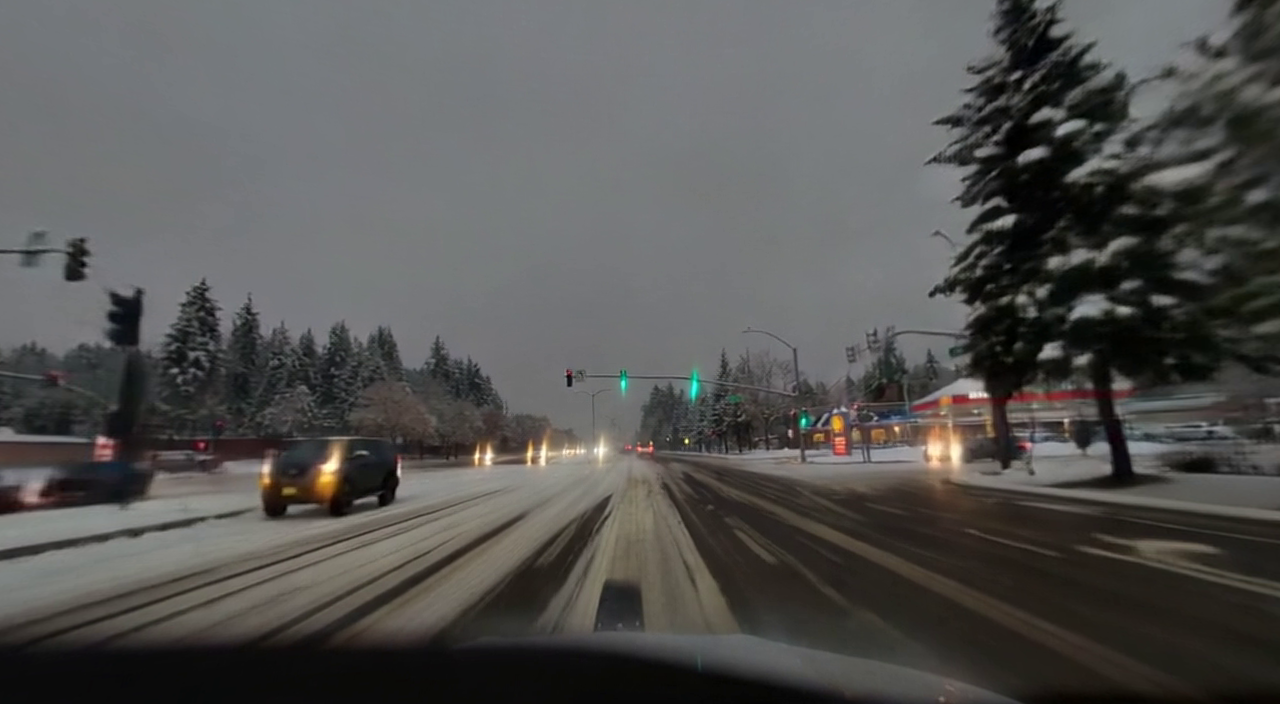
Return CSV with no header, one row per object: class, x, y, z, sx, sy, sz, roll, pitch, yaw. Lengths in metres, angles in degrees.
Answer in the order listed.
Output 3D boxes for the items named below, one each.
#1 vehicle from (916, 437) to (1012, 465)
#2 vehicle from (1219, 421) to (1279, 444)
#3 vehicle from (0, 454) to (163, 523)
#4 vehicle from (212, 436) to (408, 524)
vehicle,18.220,5.612,35.754,4.533,1.485,1.916,-3,-9,19
vehicle,42.337,5.509,42.872,1.763,1.453,4.534,0,-8,0
vehicle,-14.976,3.407,16.334,1.843,1.447,4.419,0,-8,0
vehicle,-6.648,2.593,13.396,1.898,1.539,4.314,0,-8,-1
